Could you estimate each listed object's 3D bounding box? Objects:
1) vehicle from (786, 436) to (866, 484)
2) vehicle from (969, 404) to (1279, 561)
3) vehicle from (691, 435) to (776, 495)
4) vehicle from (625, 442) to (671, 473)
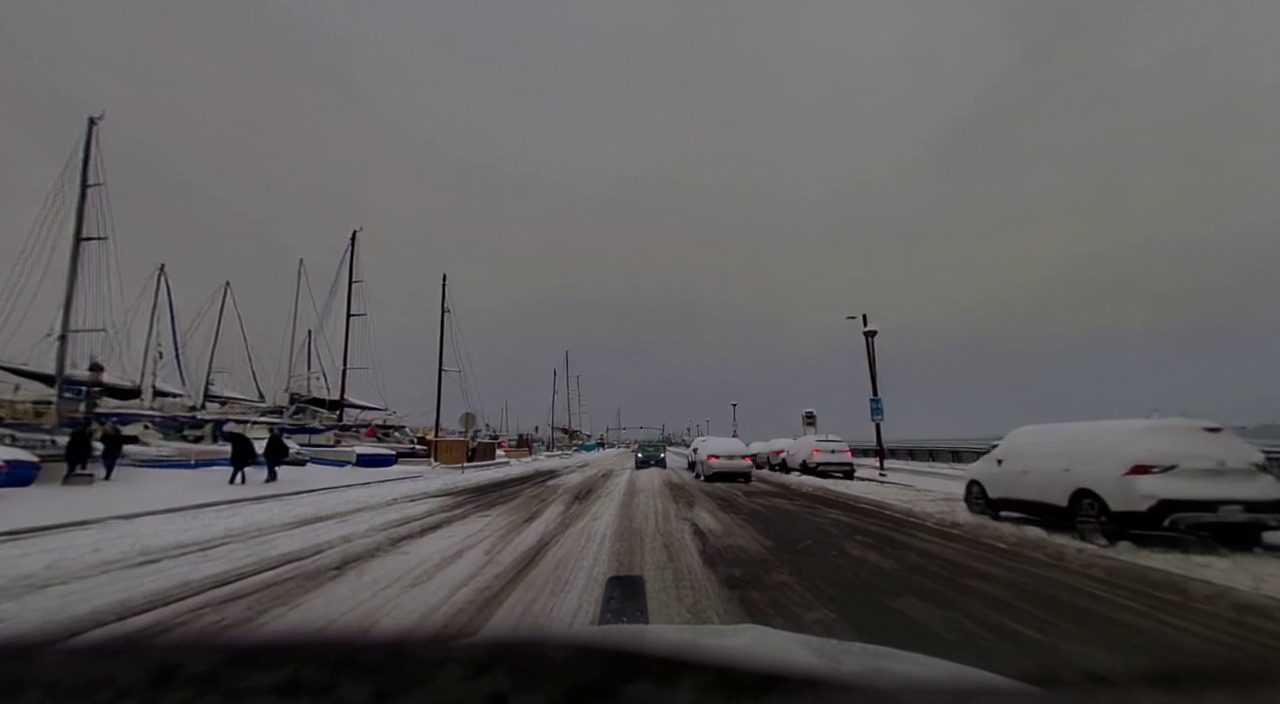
[{"bbox_3d":[7.849,4.600,27.140,1.969,1.852,4.513,0,-9,-1],"label":"vehicle"},{"bbox_3d":[7.800,1.973,10.289,2.056,1.896,5.062,0,-9,-1],"label":"vehicle"},{"bbox_3d":[2.775,3.456,19.665,2.047,1.640,4.051,0,-9,0],"label":"vehicle"},{"bbox_3d":[0.438,5.536,33.315,2.284,1.496,3.949,0,-9,1],"label":"vehicle"}]
